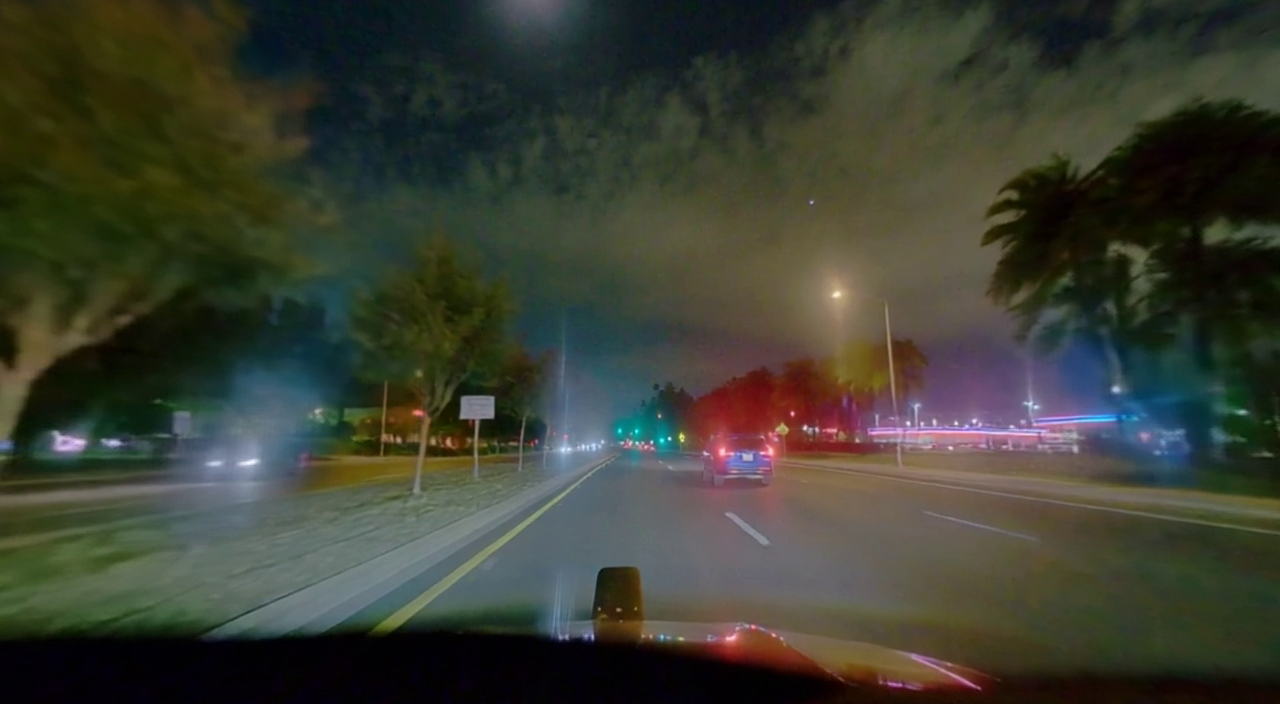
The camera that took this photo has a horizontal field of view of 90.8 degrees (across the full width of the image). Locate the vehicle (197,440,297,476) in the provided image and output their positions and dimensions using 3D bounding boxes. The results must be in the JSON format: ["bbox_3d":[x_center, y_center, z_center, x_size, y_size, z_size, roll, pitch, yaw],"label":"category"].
[{"bbox_3d":[-17.715,4.794,28.764,1.764,1.476,4.349,0,-8,0],"label":"vehicle"}]

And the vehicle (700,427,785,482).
[{"bbox_3d":[3.417,3.533,21.921,2.072,1.696,4.177,0,-8,-2],"label":"vehicle"}]

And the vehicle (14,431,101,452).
[{"bbox_3d":[-44.084,6.812,47.903,4.566,1.522,1.950,0,-8,-2],"label":"vehicle"}]
